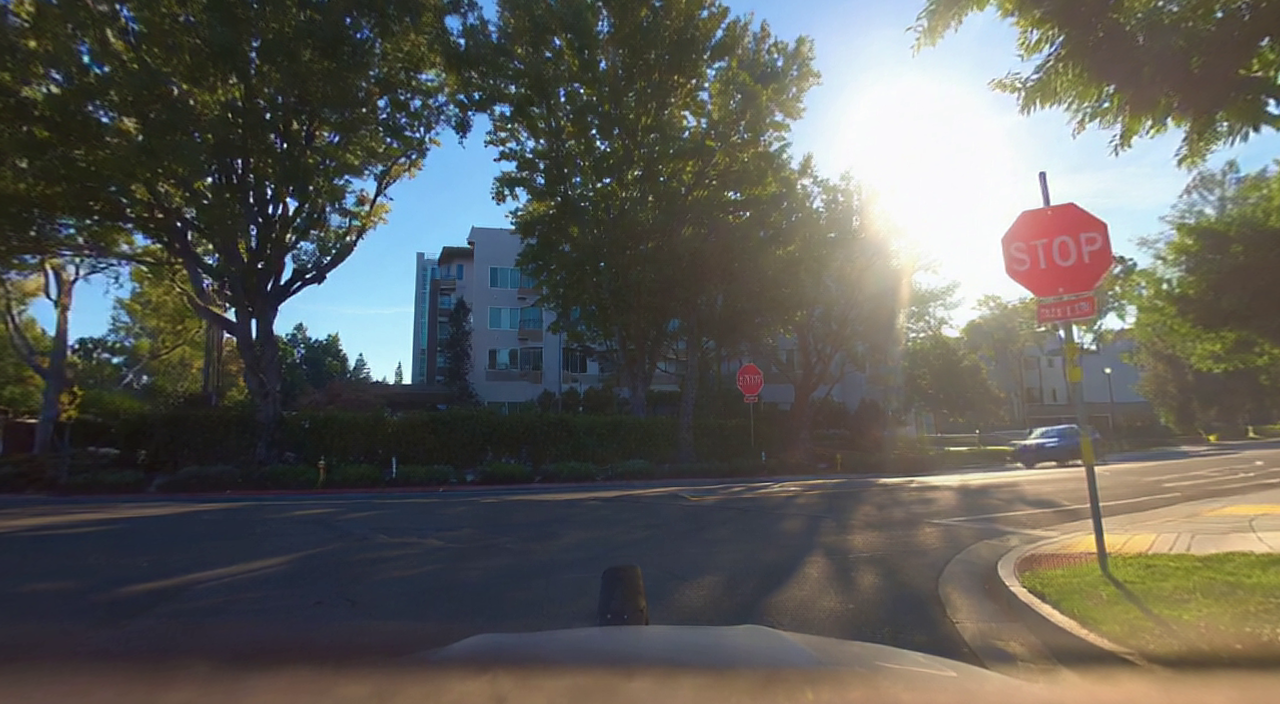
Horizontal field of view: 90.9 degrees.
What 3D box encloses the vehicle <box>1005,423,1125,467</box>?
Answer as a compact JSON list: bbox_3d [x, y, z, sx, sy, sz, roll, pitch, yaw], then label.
[{"bbox_3d":[15.731,3.427,23.264,4.473,1.474,2.108,6,-10,-35],"label":"vehicle"}]
